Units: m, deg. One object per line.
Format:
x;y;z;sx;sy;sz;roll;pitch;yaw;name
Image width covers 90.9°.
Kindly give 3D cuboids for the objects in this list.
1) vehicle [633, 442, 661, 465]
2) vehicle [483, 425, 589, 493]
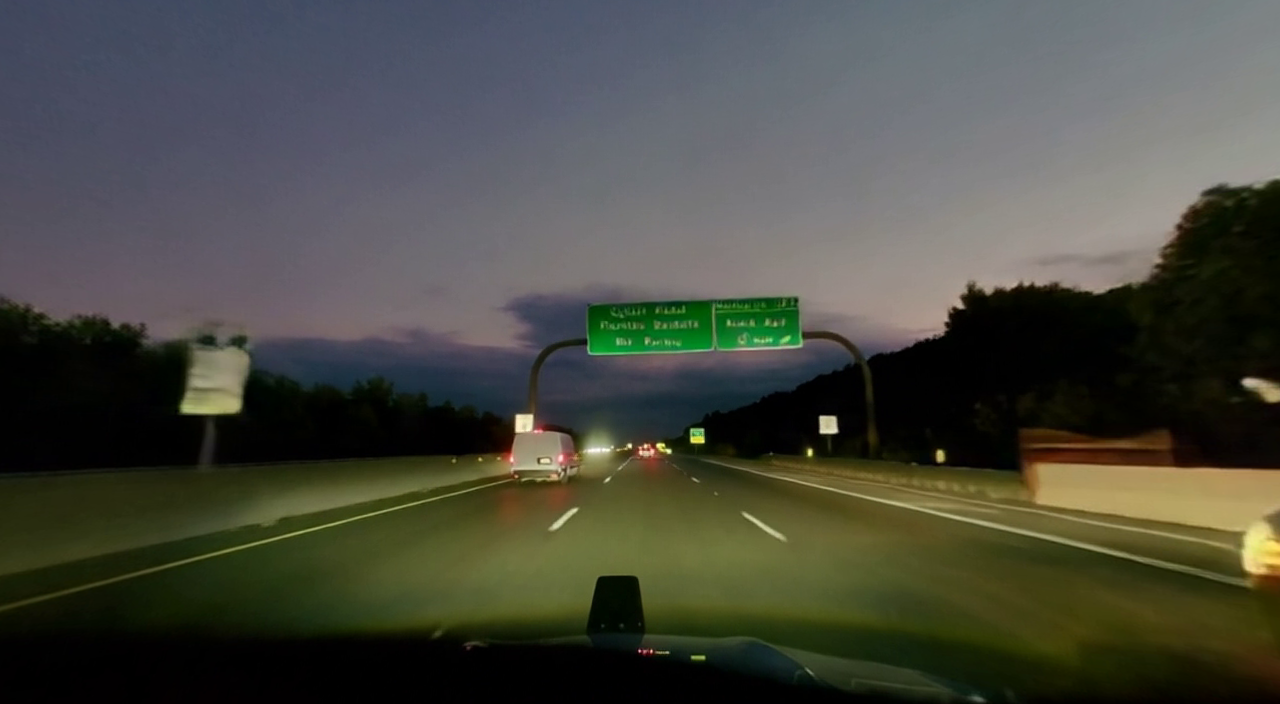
0.514;7.794;48.544;2.067;1.690;3.901;0;-9;0;vehicle
-3.242;3.548;21.193;2.572;1.927;5.803;0;-9;0;vehicle
